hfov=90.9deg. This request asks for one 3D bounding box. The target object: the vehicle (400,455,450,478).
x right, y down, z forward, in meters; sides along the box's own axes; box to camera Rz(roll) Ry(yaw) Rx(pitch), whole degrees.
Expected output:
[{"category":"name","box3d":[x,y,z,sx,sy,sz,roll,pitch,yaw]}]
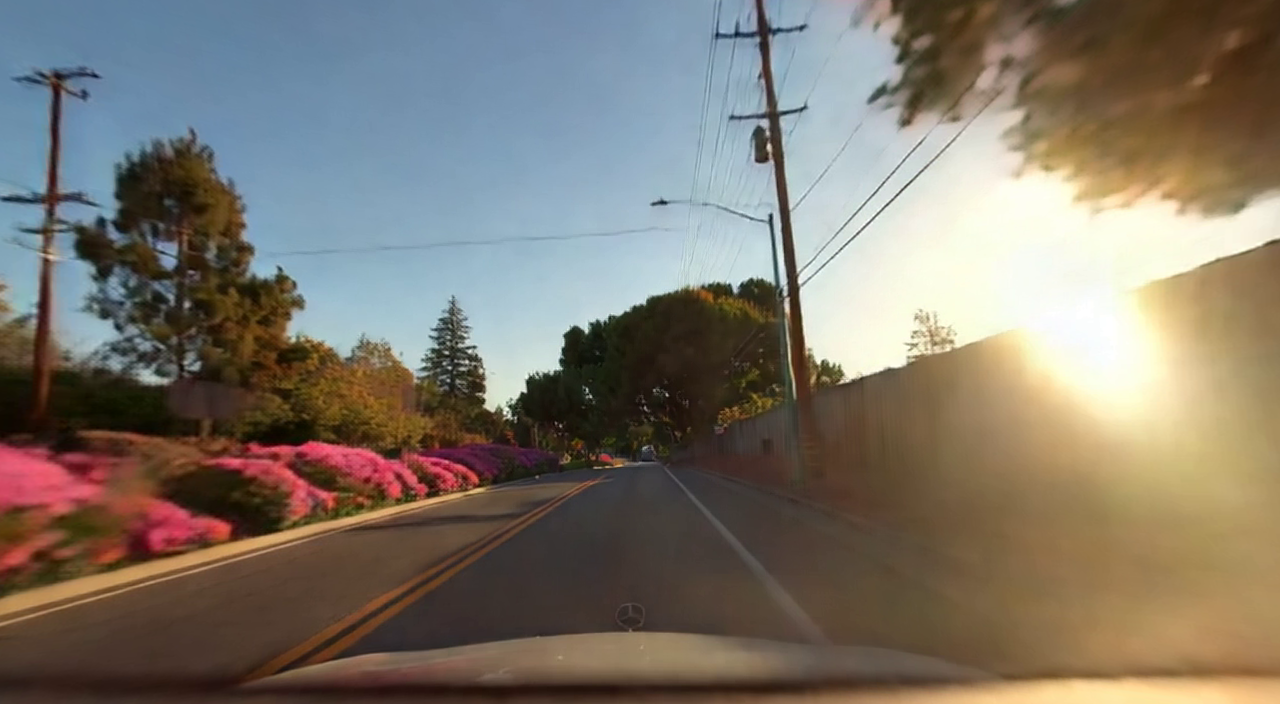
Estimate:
[{"category":"vehicle","box3d":[-14.968,7.999,44.181,1.839,1.447,4.585,-1,-8,1]}]
